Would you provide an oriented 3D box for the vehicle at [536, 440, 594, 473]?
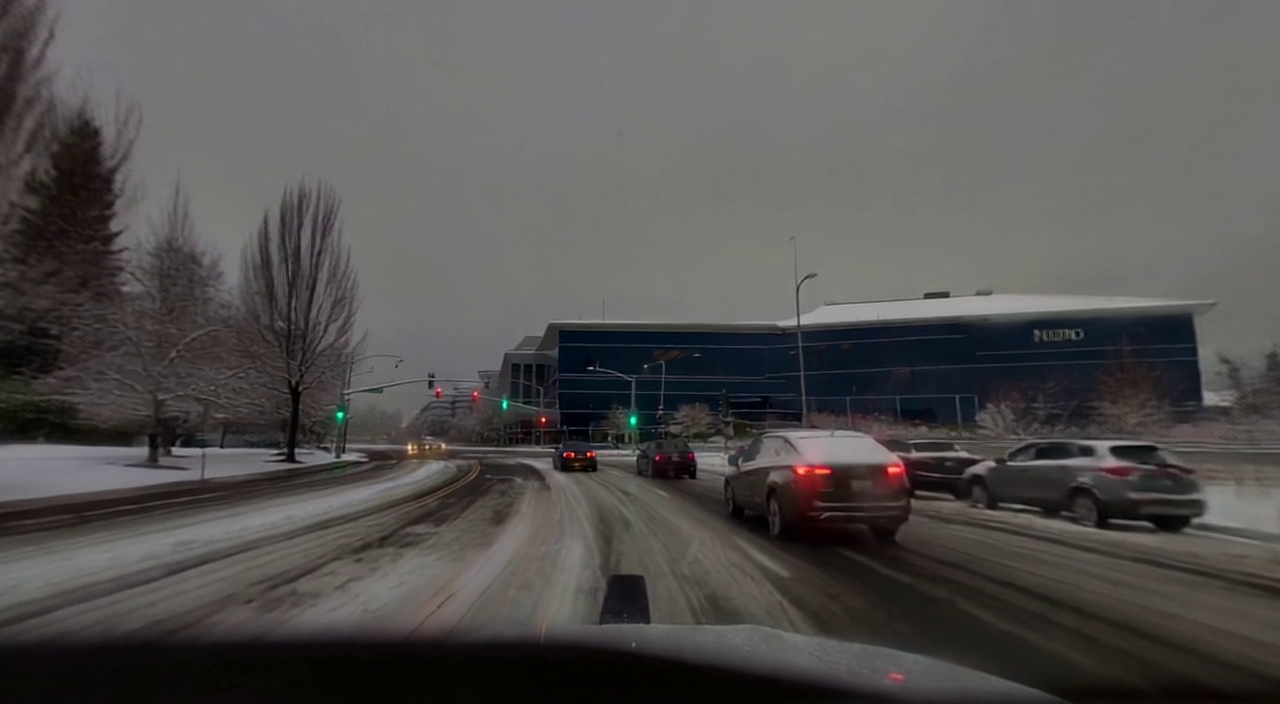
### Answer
[{"bbox_3d":[-3.872,5.195,31.640,2.308,1.535,4.811,2,-9,-13],"label":"vehicle"}]

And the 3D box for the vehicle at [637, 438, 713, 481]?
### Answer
[{"bbox_3d":[1.218,4.102,24.322,1.984,1.476,4.488,1,-8,-9],"label":"vehicle"}]

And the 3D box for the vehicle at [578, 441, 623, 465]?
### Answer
[{"bbox_3d":[-2.595,6.464,40.464,1.957,1.463,4.701,2,-9,-16],"label":"vehicle"}]

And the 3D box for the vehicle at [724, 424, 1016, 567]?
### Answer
[{"bbox_3d":[2.725,1.834,8.894,2.280,1.472,4.426,0,-8,-3],"label":"vehicle"}]

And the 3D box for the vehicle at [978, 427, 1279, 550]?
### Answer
[{"bbox_3d":[7.546,1.967,9.846,1.820,1.450,4.408,1,-8,-4],"label":"vehicle"}]
